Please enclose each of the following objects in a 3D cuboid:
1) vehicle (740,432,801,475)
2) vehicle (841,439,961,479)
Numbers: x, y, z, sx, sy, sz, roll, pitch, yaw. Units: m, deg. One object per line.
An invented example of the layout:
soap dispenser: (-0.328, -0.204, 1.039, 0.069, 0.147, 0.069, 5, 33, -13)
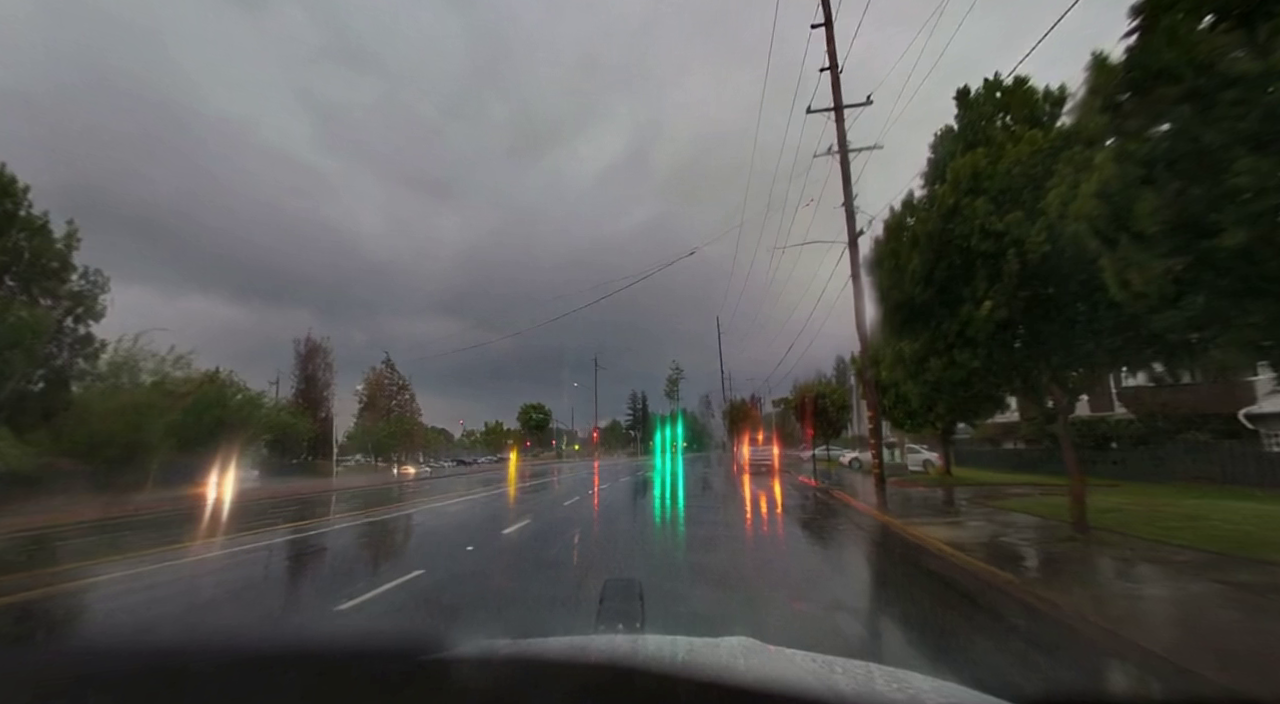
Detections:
vehicle: (5.982, 4.710, 29.593, 2.359, 1.817, 4.985, -1, -8, 6)
vehicle: (11.872, 4.881, 29.088, 2.038, 1.680, 4.660, 6, -10, -34)
